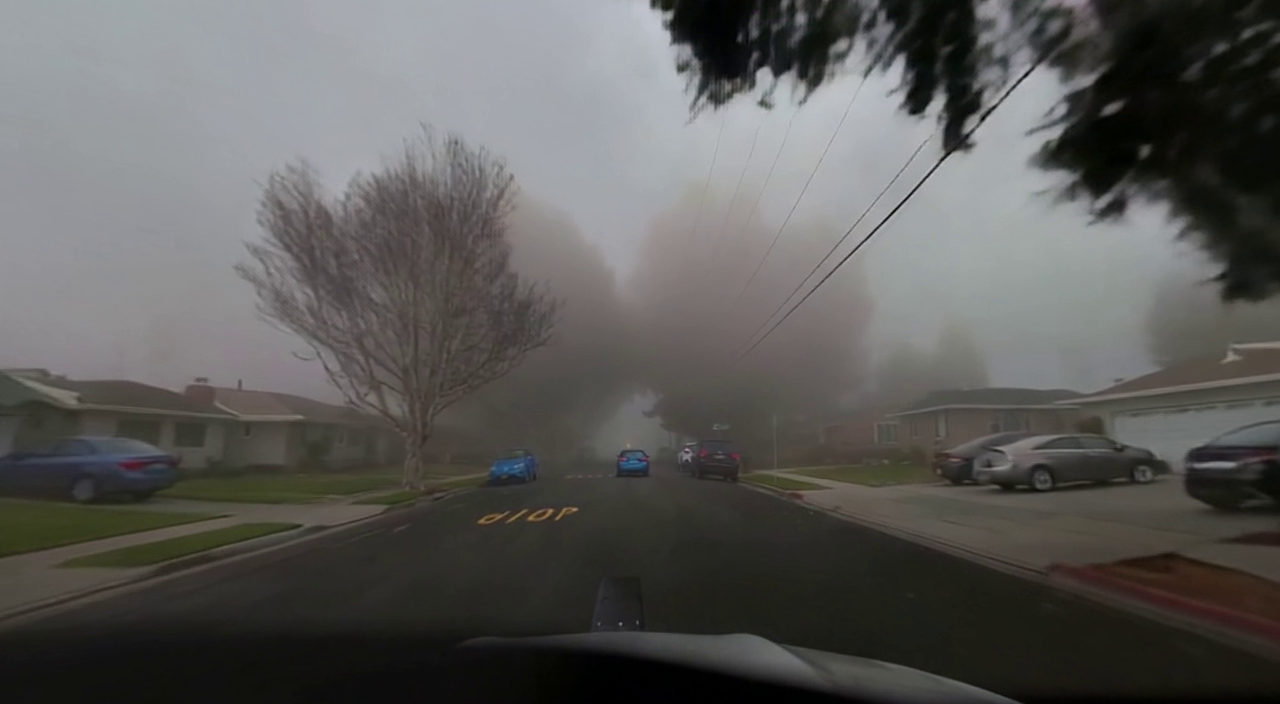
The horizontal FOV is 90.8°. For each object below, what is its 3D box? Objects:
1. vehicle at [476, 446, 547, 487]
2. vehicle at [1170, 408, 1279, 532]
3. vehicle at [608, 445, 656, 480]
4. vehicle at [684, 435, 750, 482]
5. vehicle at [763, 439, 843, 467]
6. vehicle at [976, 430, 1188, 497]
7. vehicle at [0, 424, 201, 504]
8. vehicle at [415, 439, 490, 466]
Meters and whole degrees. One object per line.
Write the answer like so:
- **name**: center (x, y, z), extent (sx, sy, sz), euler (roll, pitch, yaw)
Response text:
- **vehicle**: center (-5.450, 4.895, 27.388), extent (1.984, 1.498, 4.508), euler (-3, -8, 2)
- **vehicle**: center (11.975, 1.730, 10.440), extent (4.620, 1.735, 1.969), euler (-6, -8, -4)
- **vehicle**: center (-0.360, 4.904, 28.258), extent (2.000, 1.449, 4.006), euler (0, -9, -1)
- **vehicle**: center (3.436, 4.903, 29.247), extent (2.221, 1.960, 4.927), euler (0, -9, -2)
- **vehicle**: center (10.807, 6.681, 42.051), extent (4.730, 1.504, 1.894), euler (-4, -8, 0)
- **vehicle**: center (11.512, 2.893, 16.669), extent (4.157, 1.520, 1.938), euler (-1, -8, -4)
- **vehicle**: center (-13.156, 2.568, 14.621), extent (4.551, 1.700, 1.920), euler (0, -9, 2)
- **vehicle**: center (-13.573, 7.290, 45.915), extent (4.836, 1.831, 1.982), euler (0, -9, -2)
